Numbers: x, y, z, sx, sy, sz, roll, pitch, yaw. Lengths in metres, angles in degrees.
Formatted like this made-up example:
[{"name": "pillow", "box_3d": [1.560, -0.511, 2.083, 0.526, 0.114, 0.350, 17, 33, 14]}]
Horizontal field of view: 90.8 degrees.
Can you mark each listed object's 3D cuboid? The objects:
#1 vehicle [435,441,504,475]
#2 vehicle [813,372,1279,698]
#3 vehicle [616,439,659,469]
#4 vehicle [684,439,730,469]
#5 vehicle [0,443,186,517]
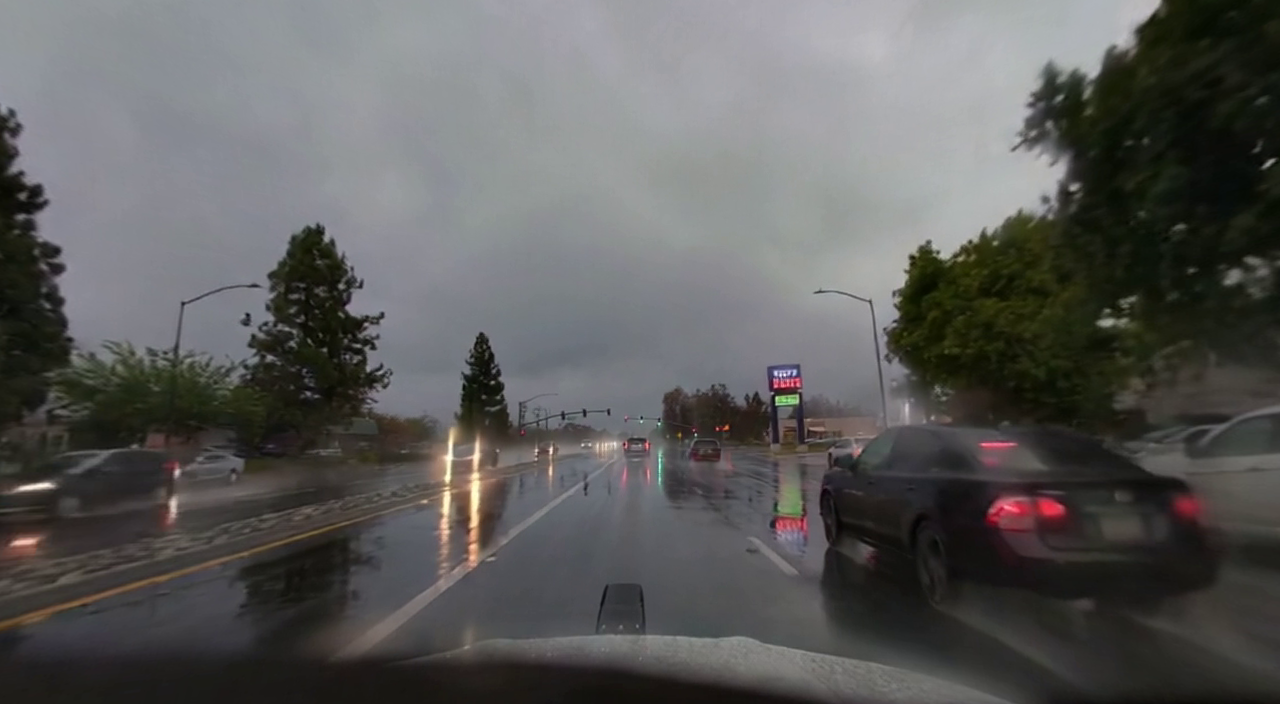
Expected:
[{"name": "vehicle", "box_3d": [-8.214, 5.148, 30.938, 2.062, 1.499, 4.528, 0, -8, 1]}, {"name": "vehicle", "box_3d": [3.148, 1.235, 5.440, 2.022, 1.643, 4.326, 0, -8, -1]}, {"name": "vehicle", "box_3d": [-0.114, 5.328, 33.228, 2.135, 1.468, 4.076, 0, -8, 0]}, {"name": "vehicle", "box_3d": [3.448, 5.307, 33.116, 1.889, 1.473, 4.303, 0, -8, -1]}, {"name": "vehicle", "box_3d": [-14.660, 3.254, 16.634, 1.963, 1.627, 4.602, -1, -8, 0]}]
